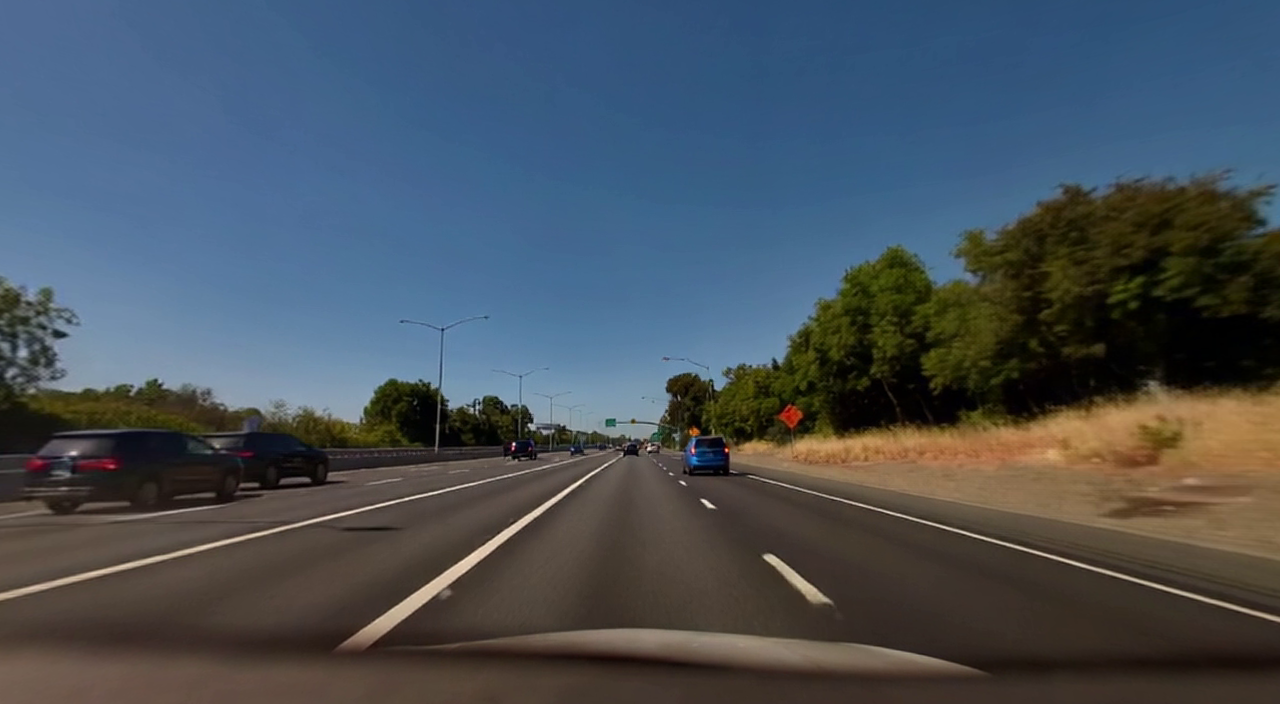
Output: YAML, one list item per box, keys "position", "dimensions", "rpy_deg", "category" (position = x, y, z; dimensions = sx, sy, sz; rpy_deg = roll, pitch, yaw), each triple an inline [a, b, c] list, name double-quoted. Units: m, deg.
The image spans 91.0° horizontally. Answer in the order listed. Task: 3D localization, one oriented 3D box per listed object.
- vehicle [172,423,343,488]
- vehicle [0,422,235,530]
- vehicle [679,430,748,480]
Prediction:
- position: [-14.957, 4.124, 25.361]
  dimensions: [2.736, 2.262, 6.533]
  rpy_deg: [0, -8, 0]
  category: "vehicle"
- position: [-11.273, 2.524, 13.427]
  dimensions: [2.137, 1.873, 4.687]
  rpy_deg: [0, -8, -1]
  category: "vehicle"
- position: [2.974, 4.290, 26.514]
  dimensions: [2.184, 1.892, 4.763]
  rpy_deg: [0, -8, -2]
  category: "vehicle"
